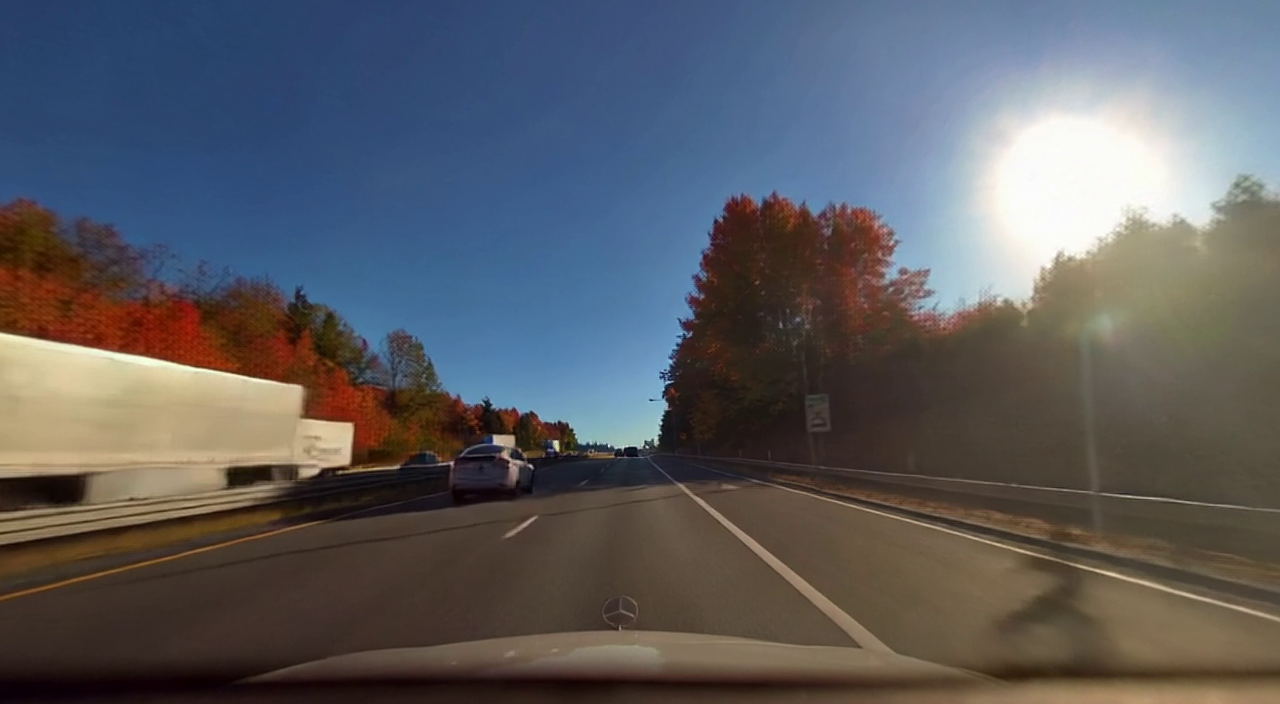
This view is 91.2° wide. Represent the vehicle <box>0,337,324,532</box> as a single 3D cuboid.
[{"bbox_3d":[-14.840,2.488,17.975,2.934,4.021,16.786,0,-9,0],"label":"vehicle"}]

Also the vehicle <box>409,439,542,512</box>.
[{"bbox_3d":[-3.995,3.089,16.207,2.153,1.577,4.707,0,-9,0],"label":"vehicle"}]
